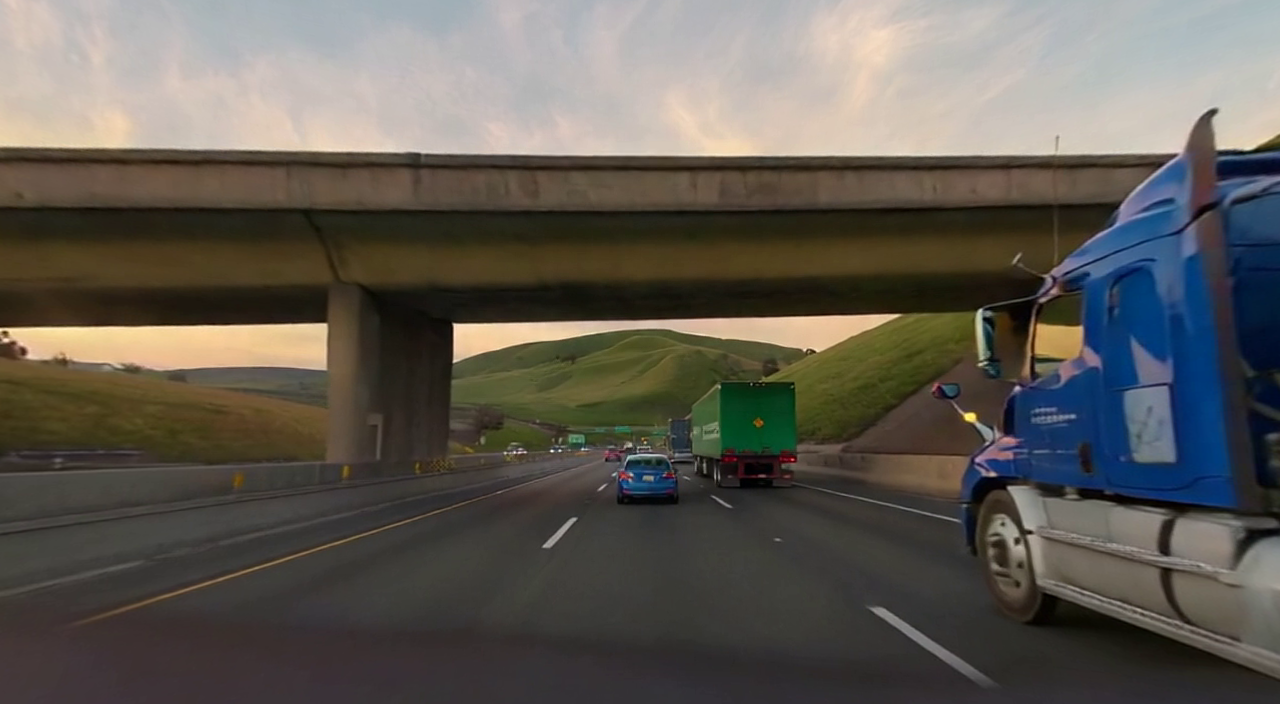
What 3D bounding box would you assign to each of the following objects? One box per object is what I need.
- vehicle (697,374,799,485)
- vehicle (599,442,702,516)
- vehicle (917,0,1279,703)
[{"bbox_3d":[4.337,3.479,27.415,2.801,4.039,8.684,0,-9,0],"label":"vehicle"},{"bbox_3d":[0.215,2.824,14.457,2.029,1.437,3.794,0,-9,0],"label":"vehicle"},{"bbox_3d":[4.056,-0.435,0.632,2.884,3.930,10.206,0,-9,0],"label":"vehicle"}]
